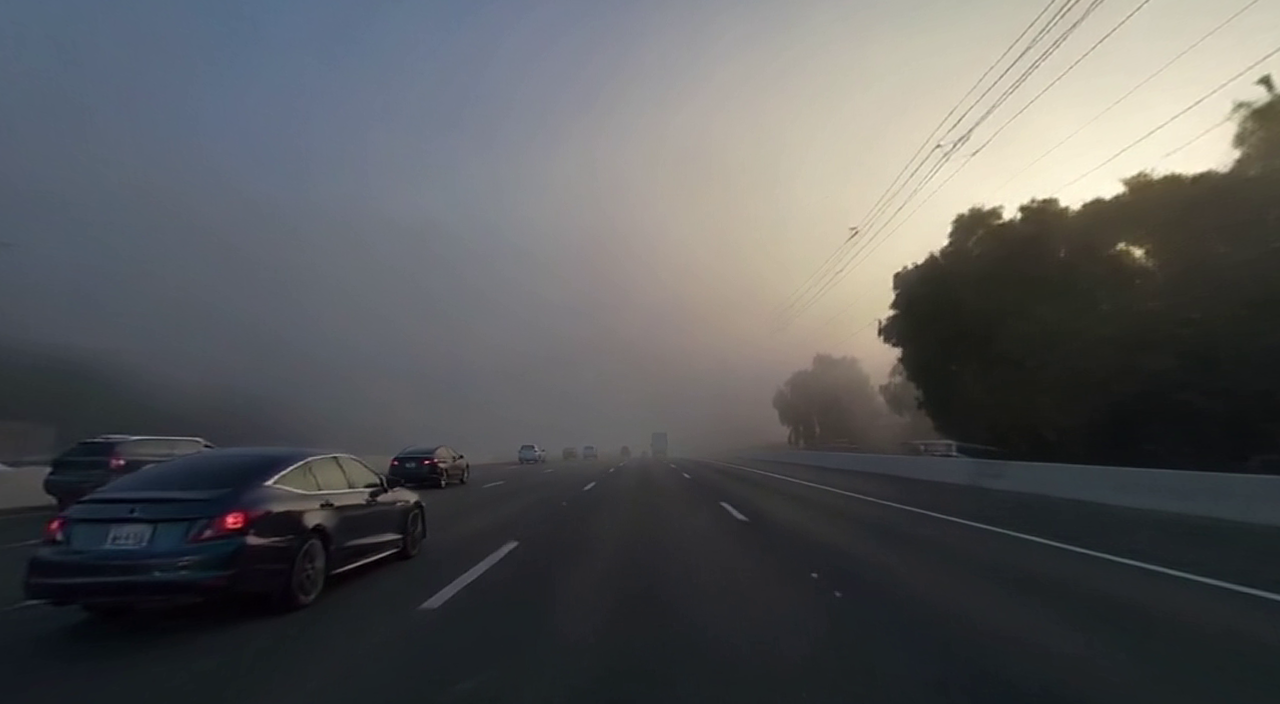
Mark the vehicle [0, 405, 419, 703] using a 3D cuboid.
[{"bbox_3d":[-3.616,1.312,4.704,2.045,1.532,4.954,0,-9,1],"label":"vehicle"}]

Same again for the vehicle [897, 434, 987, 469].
[{"bbox_3d":[18.214,6.035,38.439,2.272,1.938,5.988,0,-9,-3],"label":"vehicle"}]
